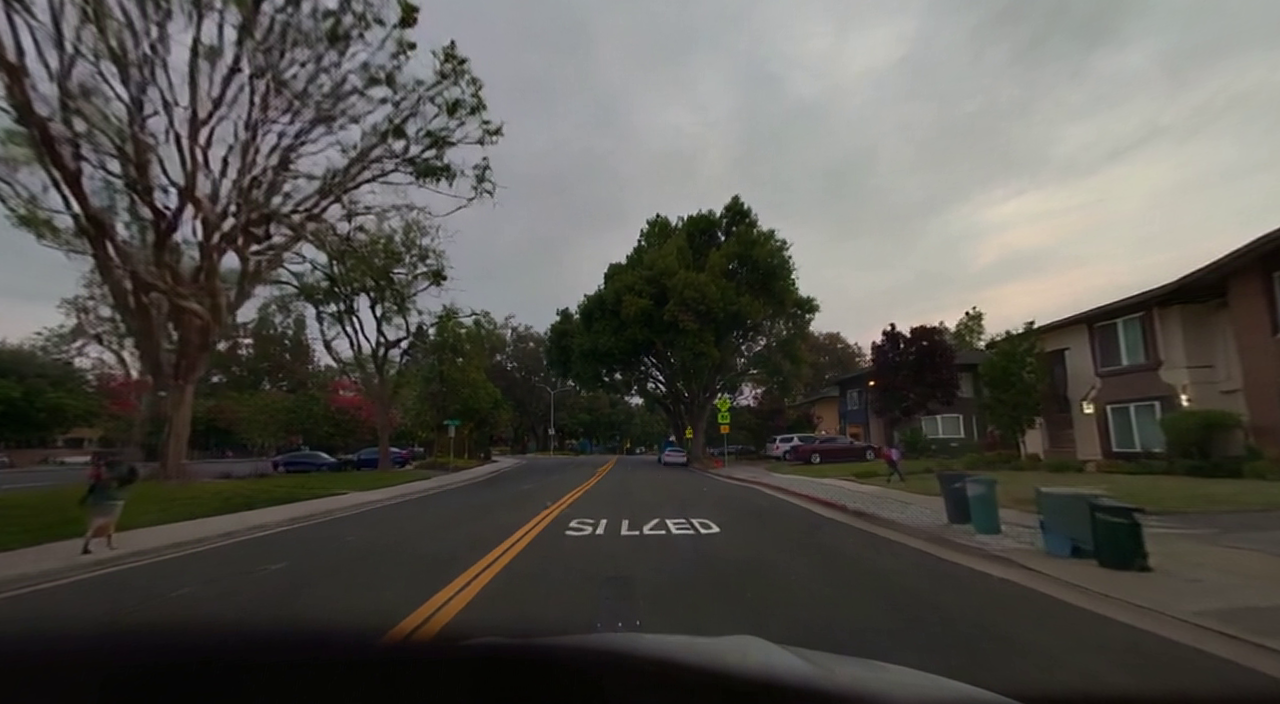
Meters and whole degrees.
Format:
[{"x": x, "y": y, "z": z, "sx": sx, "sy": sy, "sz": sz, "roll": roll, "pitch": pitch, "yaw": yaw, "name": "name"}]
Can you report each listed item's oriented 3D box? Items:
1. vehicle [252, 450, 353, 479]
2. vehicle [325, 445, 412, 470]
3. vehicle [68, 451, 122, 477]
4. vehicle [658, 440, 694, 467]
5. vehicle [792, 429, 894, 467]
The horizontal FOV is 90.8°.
[{"x": -19.326, "y": 6.404, "z": 36.324, "sx": 4.691, "sy": 1.483, "sz": 1.955, "roll": 8, "pitch": -12, "yaw": -44, "name": "vehicle"}, {"x": -19.963, "y": 7.736, "z": 46.648, "sx": 2.059, "sy": 1.746, "sz": 5.388, "roll": -8, "pitch": -12, "yaw": 42, "name": "vehicle"}, {"x": -36.545, "y": 7.476, "z": 42.345, "sx": 4.177, "sy": 1.621, "sz": 1.965, "roll": -7, "pitch": -11, "yaw": 40, "name": "vehicle"}, {"x": 2.677, "y": 7.685, "z": 48.105, "sx": 2.221, "sy": 1.892, "sz": 5.555, "roll": 0, "pitch": -9, "yaw": -2, "name": "vehicle"}, {"x": 10.917, "y": 5.192, "z": 34.172, "sx": 4.750, "sy": 1.658, "sz": 1.902, "roll": -4, "pitch": -9, "yaw": 0, "name": "vehicle"}]
